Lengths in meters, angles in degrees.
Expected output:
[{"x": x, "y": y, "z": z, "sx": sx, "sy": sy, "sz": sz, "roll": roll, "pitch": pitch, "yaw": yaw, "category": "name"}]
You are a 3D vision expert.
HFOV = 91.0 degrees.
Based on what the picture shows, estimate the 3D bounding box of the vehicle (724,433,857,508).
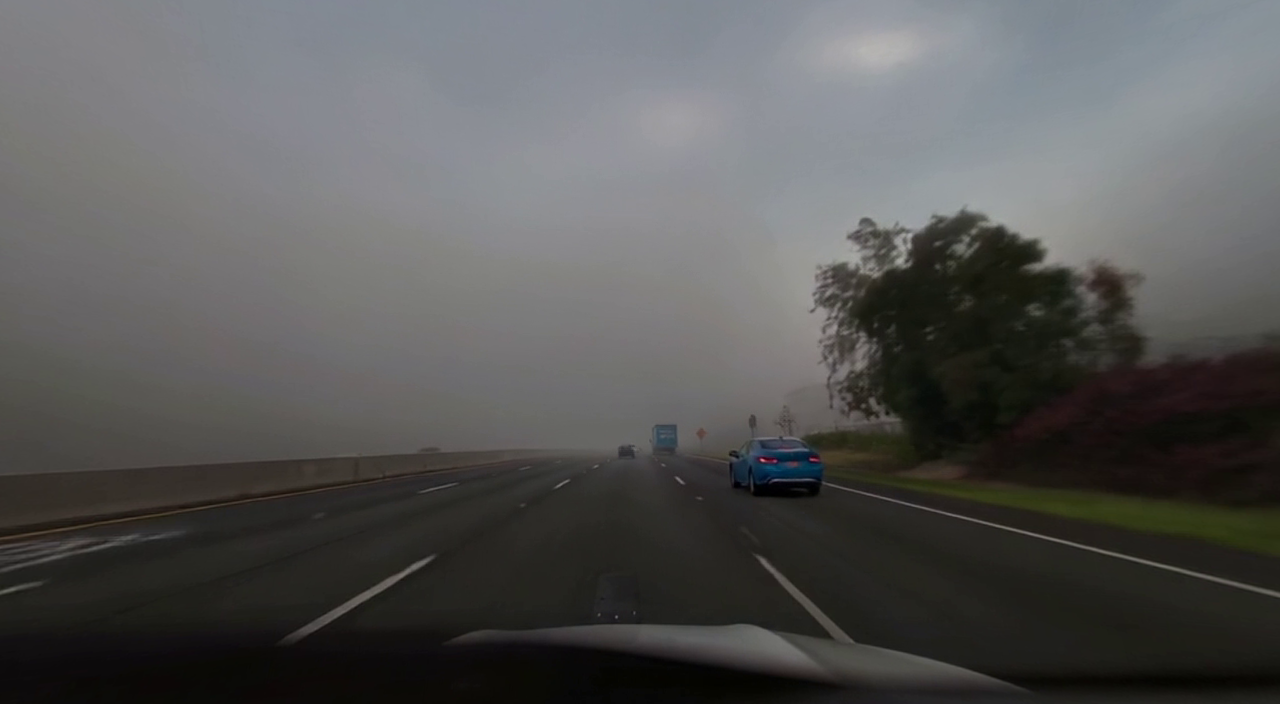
[{"x": 3.308, "y": 2.673, "z": 14.737, "sx": 2.048, "sy": 1.482, "sz": 3.956, "roll": 0, "pitch": -8, "yaw": -1, "category": "vehicle"}]
